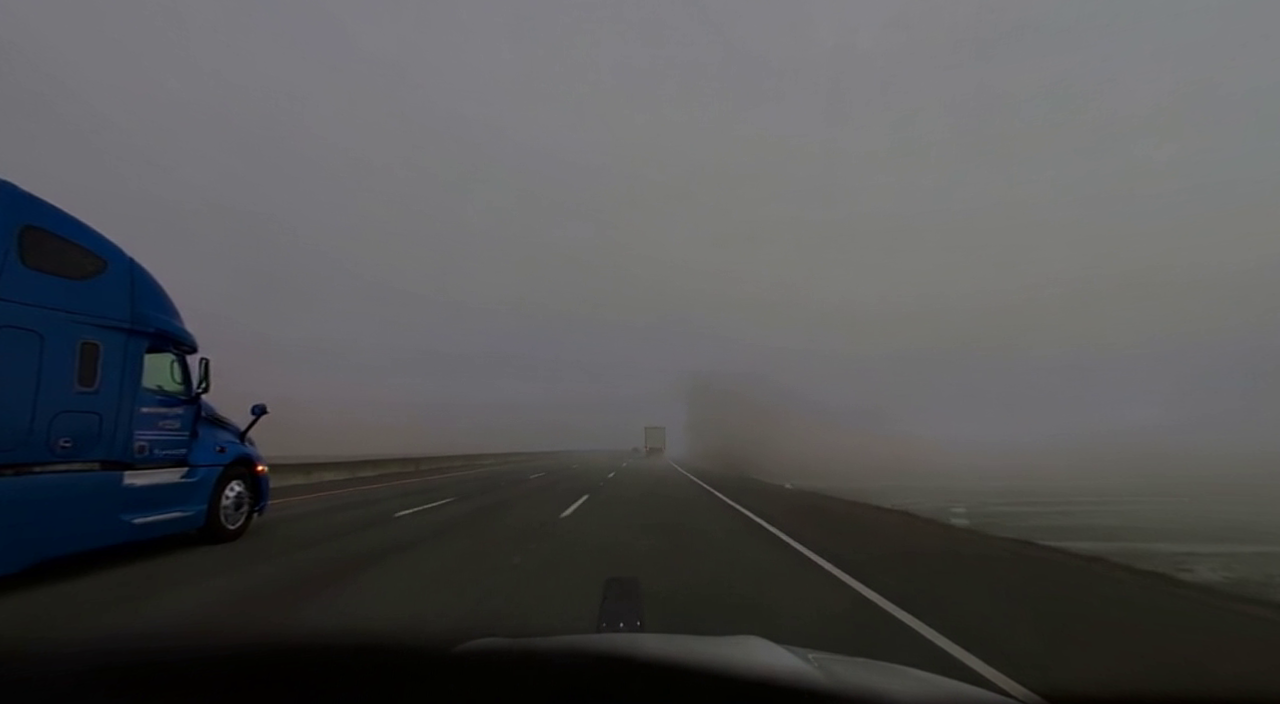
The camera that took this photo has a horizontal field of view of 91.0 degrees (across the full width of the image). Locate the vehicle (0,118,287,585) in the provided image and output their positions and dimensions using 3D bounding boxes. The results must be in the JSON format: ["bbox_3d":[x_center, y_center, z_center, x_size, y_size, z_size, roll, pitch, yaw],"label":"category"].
[{"bbox_3d":[-6.989,-0.067,5.021,2.996,3.947,8.600,0,-9,2],"label":"vehicle"}]
